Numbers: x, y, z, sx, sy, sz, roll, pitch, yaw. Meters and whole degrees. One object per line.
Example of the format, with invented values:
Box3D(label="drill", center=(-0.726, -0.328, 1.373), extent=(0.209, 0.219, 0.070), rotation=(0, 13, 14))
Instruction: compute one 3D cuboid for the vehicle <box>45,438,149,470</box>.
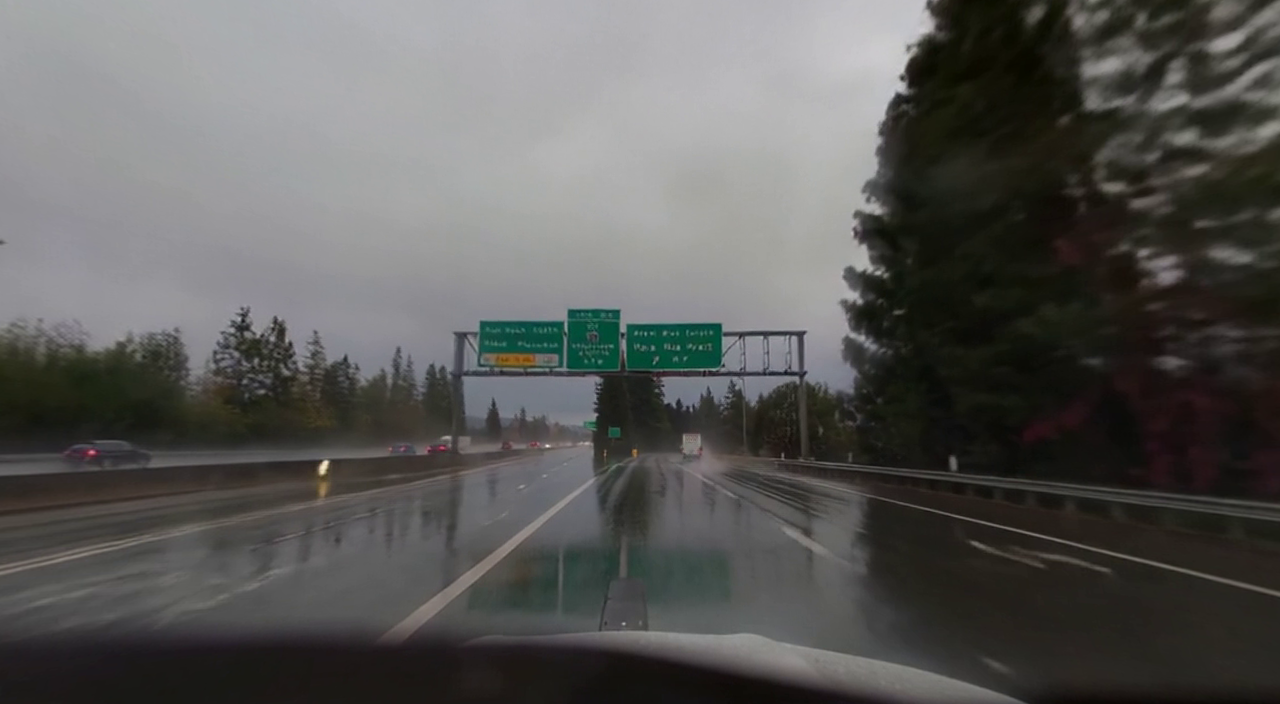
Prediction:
Box3D(label="vehicle", center=(-33.627, 6.313, 39.287), extent=(2.168, 1.824, 4.932), rotation=(0, -8, -3))
